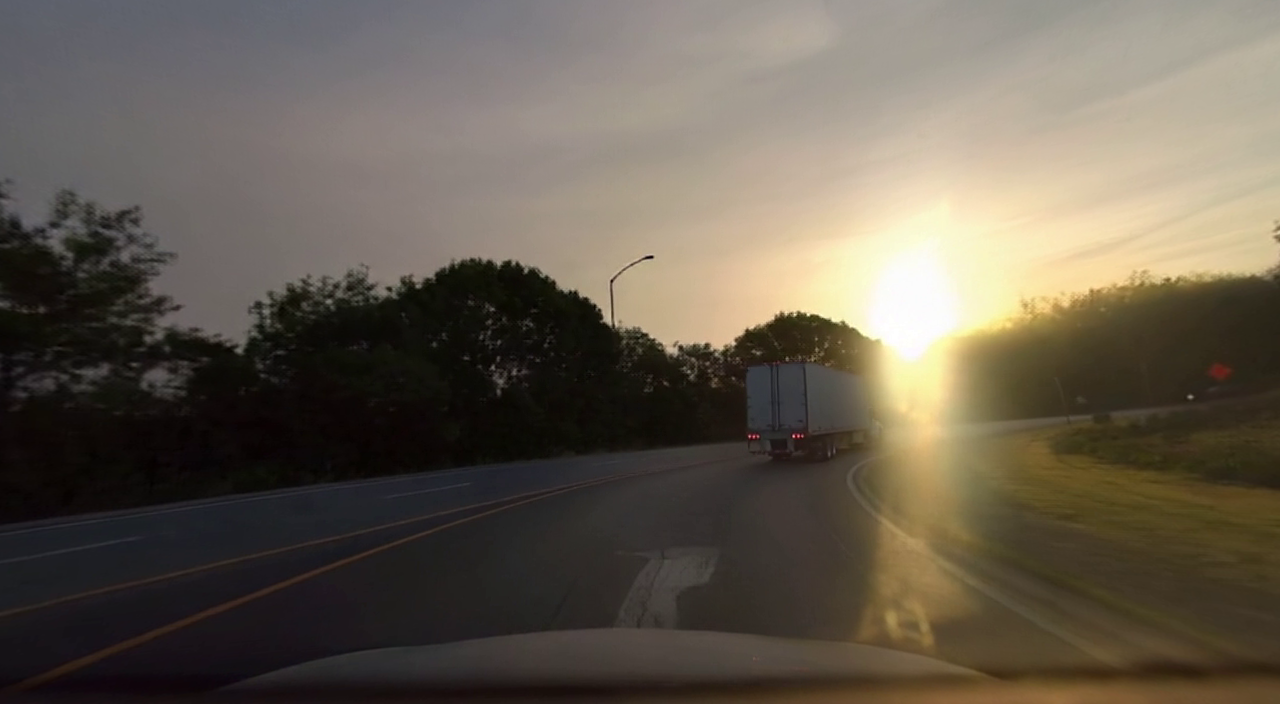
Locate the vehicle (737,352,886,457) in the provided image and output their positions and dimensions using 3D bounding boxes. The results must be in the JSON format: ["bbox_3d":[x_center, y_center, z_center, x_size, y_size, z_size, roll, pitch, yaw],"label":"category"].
[{"bbox_3d":[7.864,2.506,27.336,2.837,3.712,10.484,-5,-9,34],"label":"vehicle"}]
